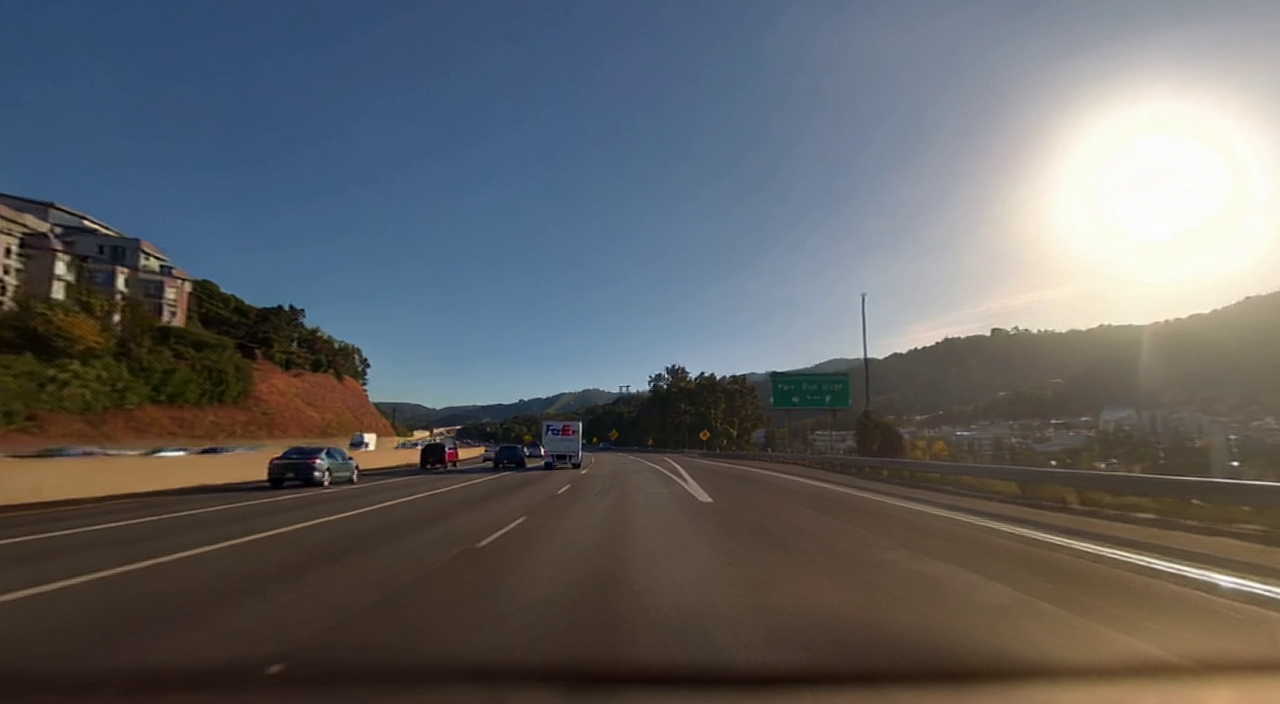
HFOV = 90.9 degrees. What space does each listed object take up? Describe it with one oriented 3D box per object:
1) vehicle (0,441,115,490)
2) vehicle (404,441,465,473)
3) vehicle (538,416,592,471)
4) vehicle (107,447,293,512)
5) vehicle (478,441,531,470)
[{"bbox_3d":[-20.617,3.787,21.375,1.815,1.507,4.468,0,-8,0],"label":"vehicle"},{"bbox_3d":[-12.497,6.398,38.760,2.188,1.784,4.724,0,-8,-1],"label":"vehicle"},{"bbox_3d":[-4.773,5.965,41.375,2.798,3.212,7.573,2,-8,-2],"label":"vehicle"},{"bbox_3d":[-11.644,3.356,17.167,1.879,1.431,4.425,1,-8,-1],"label":"vehicle"},{"bbox_3d":[-8.777,6.752,41.408,2.461,1.767,4.991,0,-8,-1],"label":"vehicle"}]
